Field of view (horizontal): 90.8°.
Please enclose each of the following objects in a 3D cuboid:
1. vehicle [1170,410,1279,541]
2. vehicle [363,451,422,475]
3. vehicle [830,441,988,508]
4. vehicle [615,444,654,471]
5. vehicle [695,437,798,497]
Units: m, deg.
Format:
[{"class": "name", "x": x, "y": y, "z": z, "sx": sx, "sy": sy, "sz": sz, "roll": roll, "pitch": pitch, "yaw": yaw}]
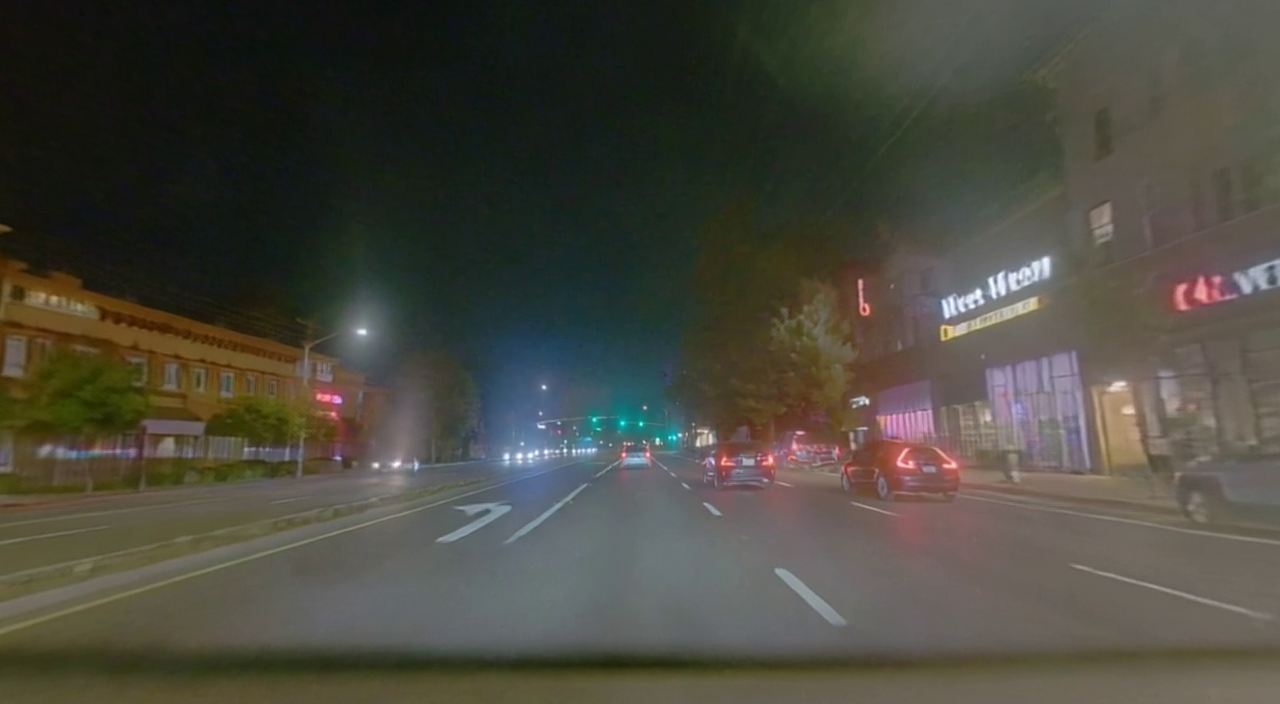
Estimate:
[{"class": "vehicle", "x": 10.509, "y": 1.700, "z": 8.550, "sx": 2.248, "sy": 1.899, "sz": 4.942, "roll": 0, "pitch": -8, "yaw": -2}, {"class": "vehicle", "x": -16.085, "y": 7.215, "z": 41.326, "sx": 1.921, "sy": 1.480, "sz": 4.577, "roll": 0, "pitch": -8, "yaw": 1}, {"class": "vehicle", "x": 6.600, "y": 3.024, "z": 16.187, "sx": 1.952, "sy": 1.449, "sz": 4.544, "roll": 0, "pitch": -8, "yaw": -2}, {"class": "vehicle", "x": -0.291, "y": 5.967, "z": 35.984, "sx": 2.052, "sy": 1.461, "sz": 4.324, "roll": 0, "pitch": -8, "yaw": 0}, {"class": "vehicle", "x": 2.964, "y": 3.319, "z": 18.712, "sx": 2.072, "sy": 1.545, "sz": 4.578, "roll": 0, "pitch": -8, "yaw": -2}]
